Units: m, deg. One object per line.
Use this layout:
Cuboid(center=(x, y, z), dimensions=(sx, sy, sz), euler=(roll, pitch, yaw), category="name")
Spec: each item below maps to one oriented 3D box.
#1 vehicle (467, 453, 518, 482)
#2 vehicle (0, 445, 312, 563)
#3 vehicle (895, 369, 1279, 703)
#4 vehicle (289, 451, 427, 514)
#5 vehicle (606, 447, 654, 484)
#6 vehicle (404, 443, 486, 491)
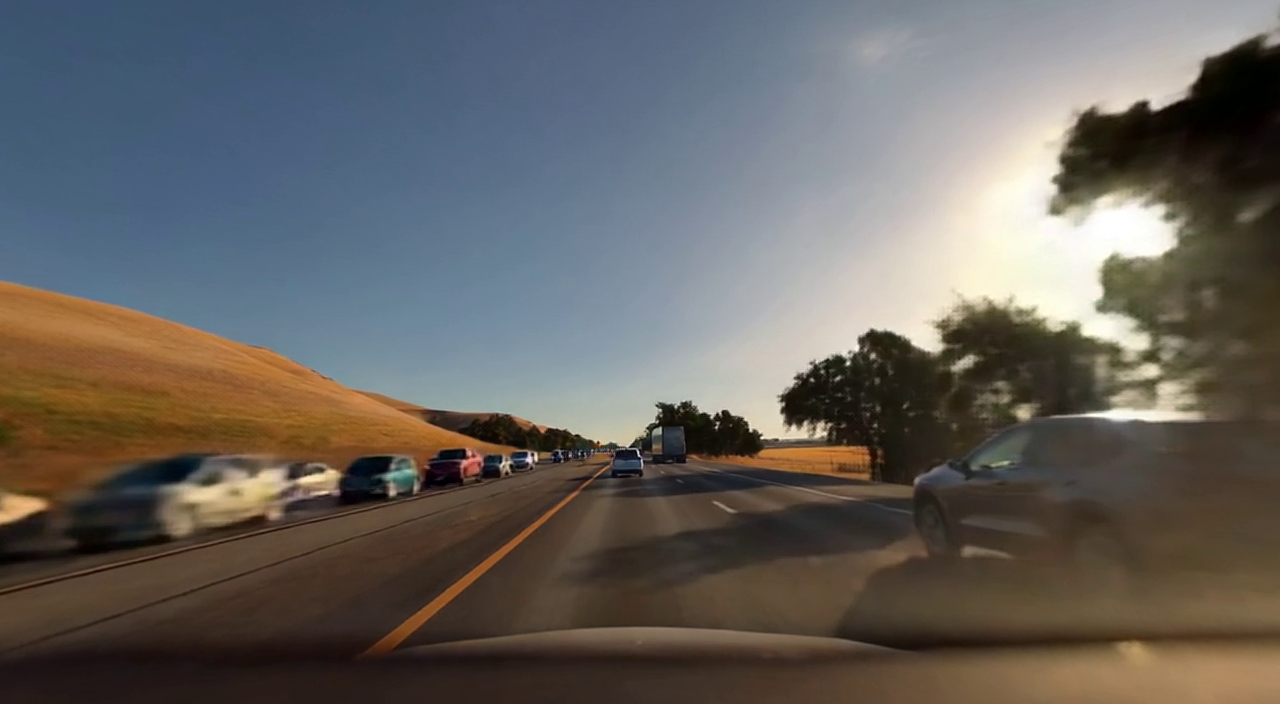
Cuboid(center=(-8.139, 6.376, 34.961), dimensions=(1.917, 1.483, 4.289), euler=(0, -9, -1), category="vehicle")
Cuboid(center=(-7.959, 2.473, 11.004), dimensions=(1.961, 1.611, 4.479), euler=(0, -9, 0), category="vehicle")
Cuboid(center=(4.046, 1.244, 5.092), dimensions=(2.077, 1.673, 4.267), euler=(0, -9, -1), category="vehicle")
Cuboid(center=(-7.717, 3.582, 17.703), dimensions=(1.909, 1.523, 4.359), euler=(0, -9, -1), category="vehicle")
Cuboid(center=(-0.456, 5.005, 27.925), dimensions=(1.971, 1.518, 4.108), euler=(0, -9, -1), category="vehicle")
Cuboid(center=(-7.948, 4.731, 26.031), dimensions=(2.019, 1.809, 4.361), euler=(0, -9, -1), category="vehicle")
